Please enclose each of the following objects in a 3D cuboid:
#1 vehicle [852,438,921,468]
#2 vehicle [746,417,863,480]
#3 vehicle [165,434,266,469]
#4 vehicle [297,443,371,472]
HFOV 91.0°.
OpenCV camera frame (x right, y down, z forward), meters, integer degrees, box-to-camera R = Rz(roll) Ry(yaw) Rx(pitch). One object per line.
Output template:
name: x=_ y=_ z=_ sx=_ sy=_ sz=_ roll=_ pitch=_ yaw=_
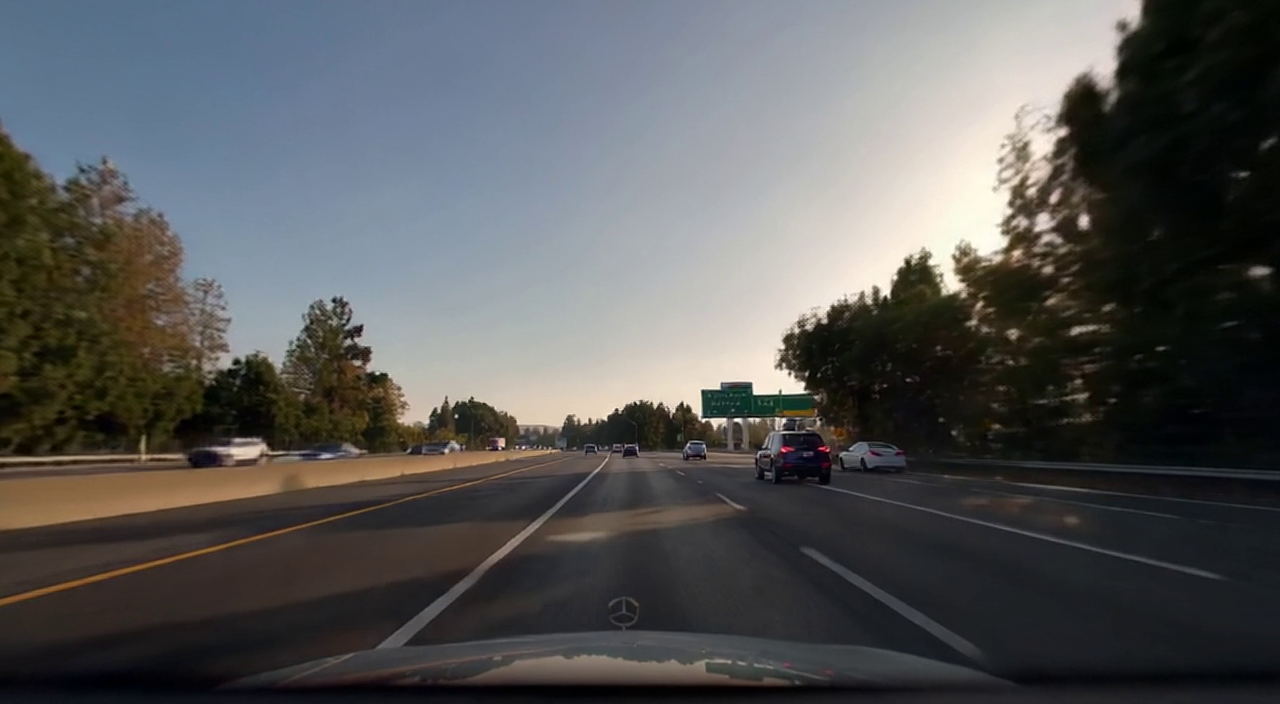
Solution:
vehicle: x=14.201 y=5.850 z=36.503 sx=2.072 sy=1.611 sz=4.387 roll=0 pitch=-8 yaw=-2
vehicle: x=6.843 y=4.197 z=27.638 sx=2.779 sy=2.339 sz=8.073 roll=0 pitch=-8 yaw=-1
vehicle: x=-25.167 y=5.935 z=37.668 sx=2.208 sy=1.933 sz=5.580 roll=0 pitch=-8 yaw=-1
vehicle: x=-16.625 y=5.741 z=34.492 sx=1.816 sy=1.481 sz=4.478 roll=0 pitch=-8 yaw=-1
